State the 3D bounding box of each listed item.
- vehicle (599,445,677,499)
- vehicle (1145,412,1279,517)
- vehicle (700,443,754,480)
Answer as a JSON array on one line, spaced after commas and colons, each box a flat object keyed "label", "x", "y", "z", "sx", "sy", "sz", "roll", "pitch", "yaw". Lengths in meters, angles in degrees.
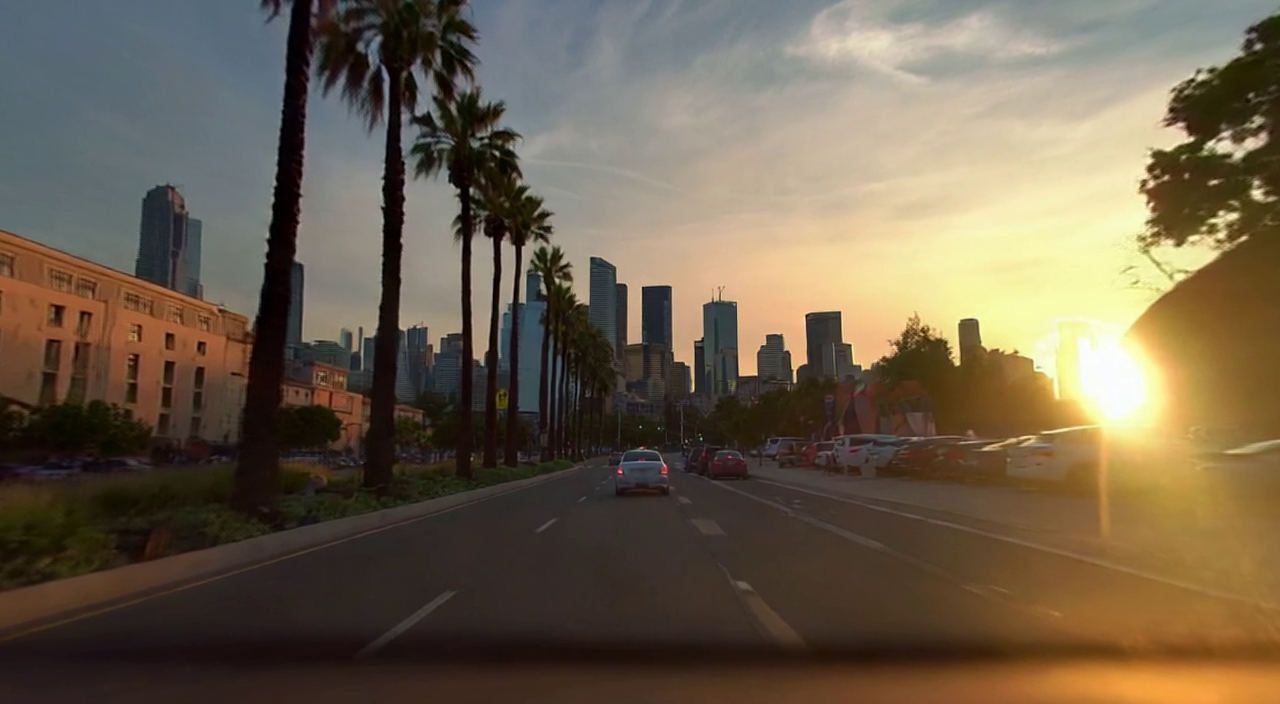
[{"label": "vehicle", "x": -0.030, "y": 3.773, "z": 20.171, "sx": 2.235, "sy": 1.528, "sz": 3.876, "roll": 0, "pitch": -8, "yaw": 1}, {"label": "vehicle", "x": 12.950, "y": 2.096, "z": 11.997, "sx": 4.696, "sy": 1.776, "sz": 2.253, "roll": 0, "pitch": -8, "yaw": -2}, {"label": "vehicle", "x": 4.460, "y": 5.688, "z": 33.119, "sx": 2.136, "sy": 1.774, "sz": 4.778, "roll": 0, "pitch": -8, "yaw": 0}]
